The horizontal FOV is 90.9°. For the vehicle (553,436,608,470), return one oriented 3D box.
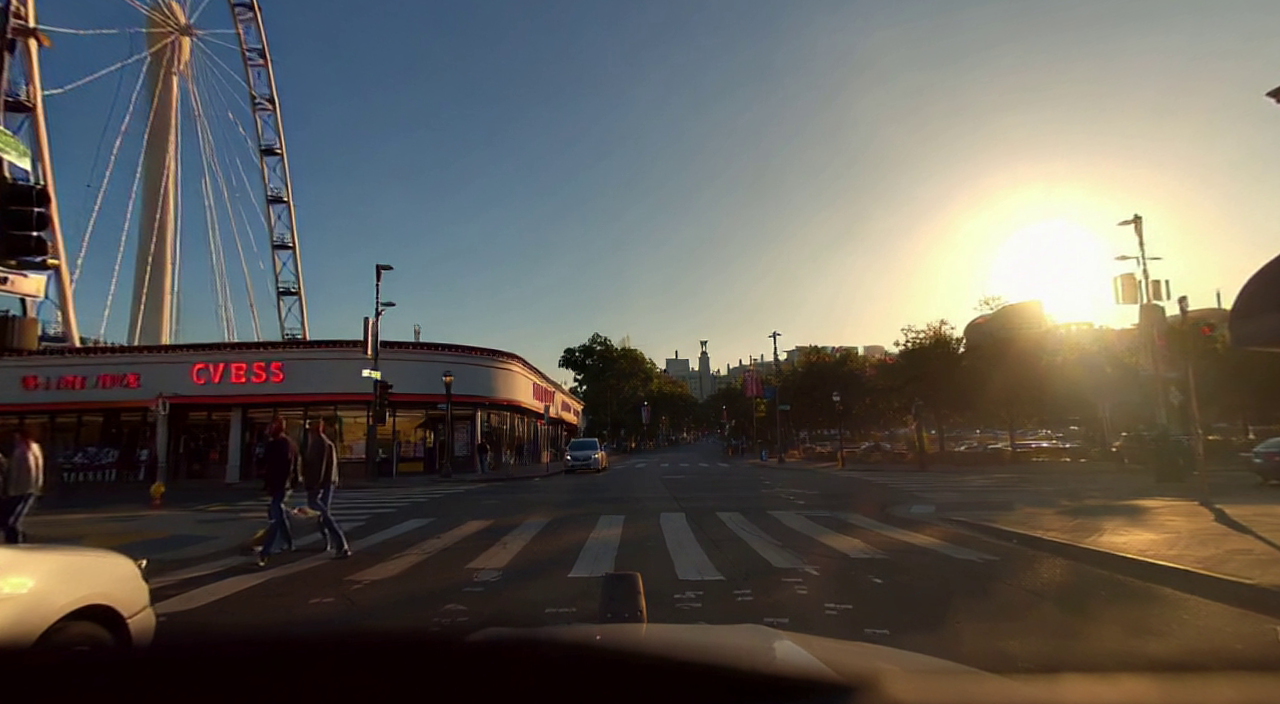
[{"bbox_3d":[-3.892,6.405,40.247,2.549,2.000,5.699,2,-9,-15],"label":"vehicle"}]

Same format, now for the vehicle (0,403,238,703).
[{"bbox_3d":[-3.372,0.788,1.200,1.940,1.505,4.676,-1,-9,3],"label":"vehicle"}]
